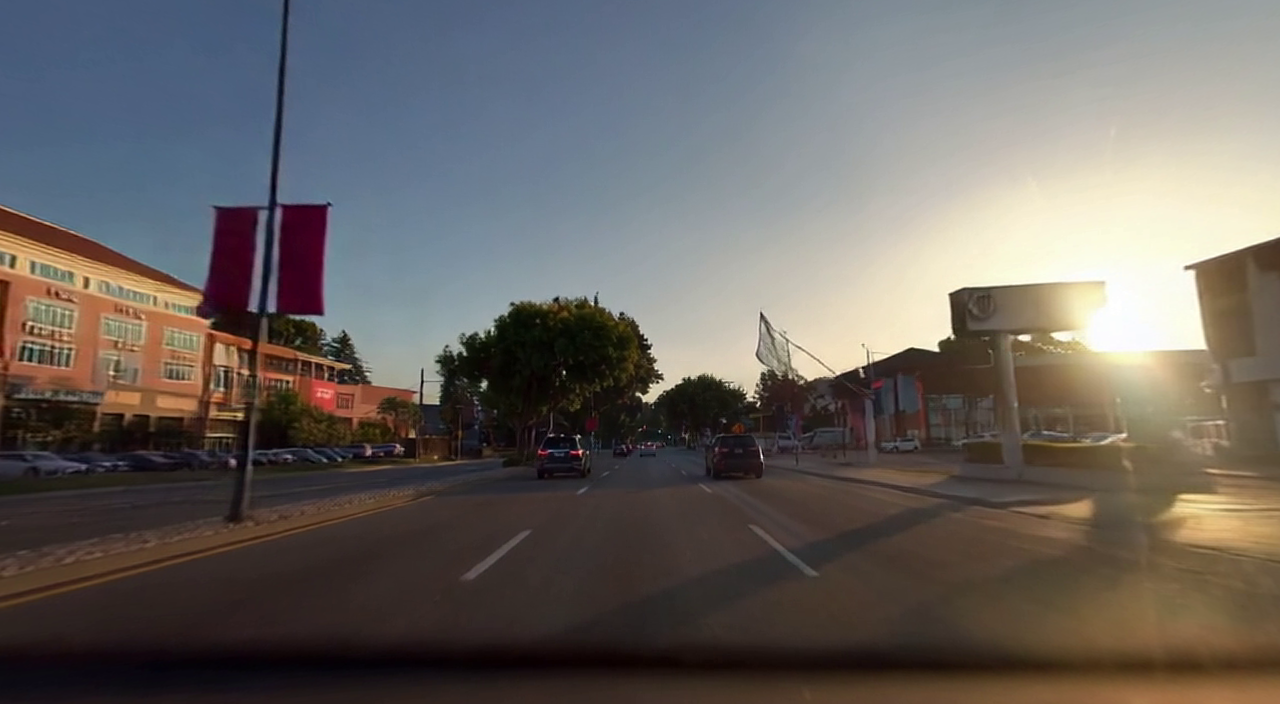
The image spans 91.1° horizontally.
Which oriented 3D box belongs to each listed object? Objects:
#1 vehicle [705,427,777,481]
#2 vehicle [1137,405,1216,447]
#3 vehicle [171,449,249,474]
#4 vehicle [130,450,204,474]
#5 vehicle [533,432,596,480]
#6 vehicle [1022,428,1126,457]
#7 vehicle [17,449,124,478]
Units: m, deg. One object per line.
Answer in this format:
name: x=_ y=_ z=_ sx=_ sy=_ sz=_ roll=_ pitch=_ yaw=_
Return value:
vehicle: x=3.856 y=3.986 z=24.765 sx=2.024 sy=1.921 sz=4.431 roll=0 pitch=-8 yaw=-1
vehicle: x=33.589 y=4.666 z=39.353 sx=2.852 sy=2.462 sz=2.062 roll=-1 pitch=-9 yaw=0
vehicle: x=-33.133 y=8.426 z=48.615 sx=2.099 sy=1.792 sz=5.422 roll=0 pitch=-8 yaw=2
vehicle: x=-36.473 y=8.438 z=48.566 sx=2.124 sy=1.713 sz=4.465 roll=0 pitch=-8 yaw=2
vehicle: x=-3.018 y=4.269 z=26.036 sx=2.014 sy=1.775 sz=4.404 roll=0 pitch=-8 yaw=1
vehicle: x=27.204 y=5.707 z=39.462 sx=4.699 sy=1.608 sz=2.379 roll=-2 pitch=-9 yaw=-2
vehicle: x=-36.481 y=7.116 z=40.418 sx=2.102 sy=1.730 sz=5.018 roll=0 pitch=-8 yaw=1
